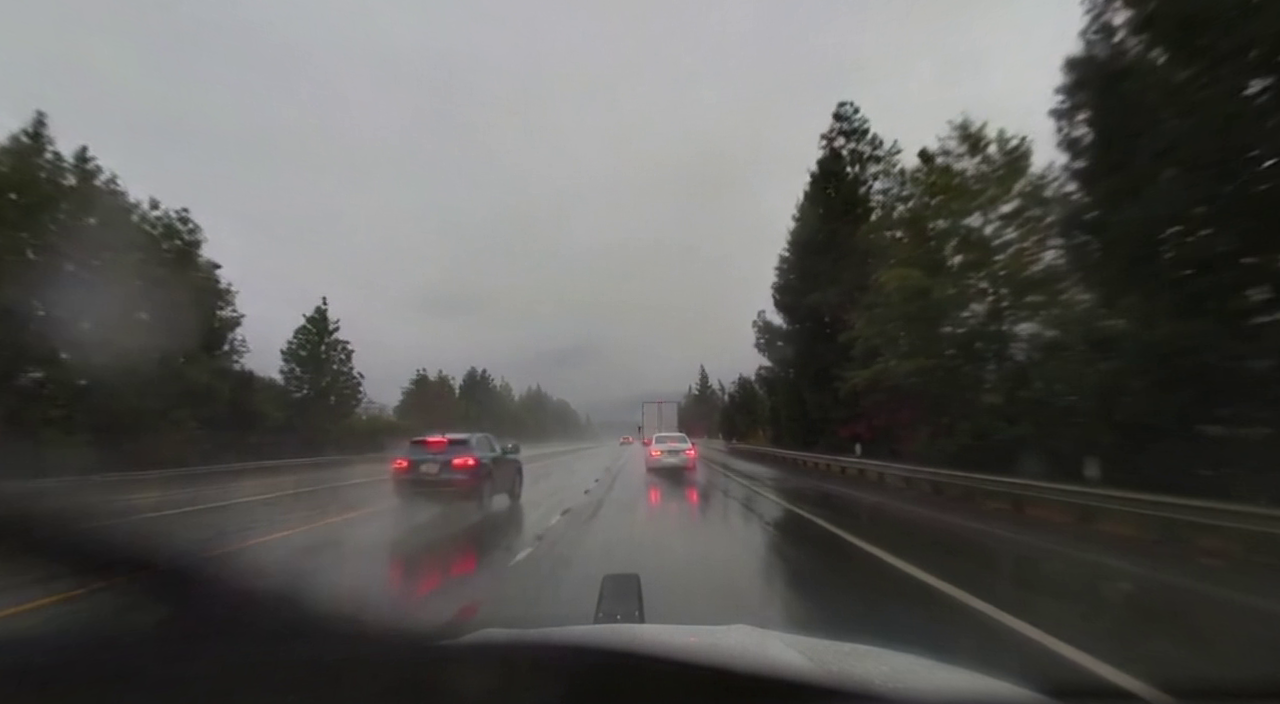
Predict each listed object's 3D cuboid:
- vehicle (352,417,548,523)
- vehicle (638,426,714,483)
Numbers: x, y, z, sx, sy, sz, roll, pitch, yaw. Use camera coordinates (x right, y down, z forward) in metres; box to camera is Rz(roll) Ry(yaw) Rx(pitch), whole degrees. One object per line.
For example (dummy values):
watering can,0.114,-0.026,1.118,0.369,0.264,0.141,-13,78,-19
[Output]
vehicle,-3.310,2.156,12.236,2.192,1.623,4.887,0,-8,1
vehicle,0.988,3.117,19.484,2.072,1.534,4.300,0,-8,0
